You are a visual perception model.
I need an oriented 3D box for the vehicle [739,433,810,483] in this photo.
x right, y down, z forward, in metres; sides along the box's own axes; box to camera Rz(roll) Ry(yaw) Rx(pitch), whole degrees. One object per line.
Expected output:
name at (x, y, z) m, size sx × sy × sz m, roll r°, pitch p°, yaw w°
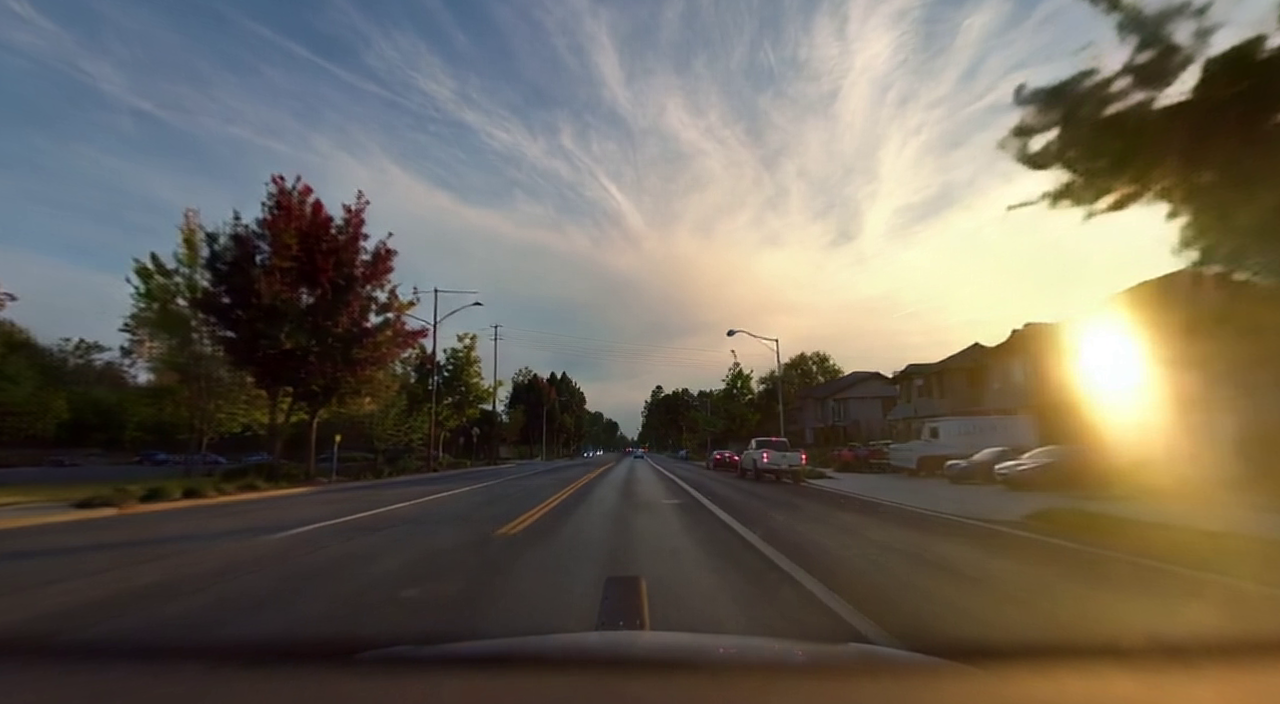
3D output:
vehicle at (6.328, 5.087, 30.523) m, size 2.275 × 2.132 × 5.726 m, roll 0°, pitch -9°, yaw 2°

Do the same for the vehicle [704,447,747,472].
vehicle at (5.975, 7.588, 44.731) m, size 2.282 × 1.566 × 4.705 m, roll -1°, pitch -9°, yaw -1°

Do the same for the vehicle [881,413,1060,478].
vehicle at (15.771, 4.524, 30.534) m, size 6.969 × 2.929 × 2.793 m, roll 0°, pitch -8°, yaw 0°

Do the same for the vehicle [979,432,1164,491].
vehicle at (14.387, 3.673, 21.319) m, size 4.637 × 1.842 × 2.016 m, roll 0°, pitch -9°, yaw 2°
